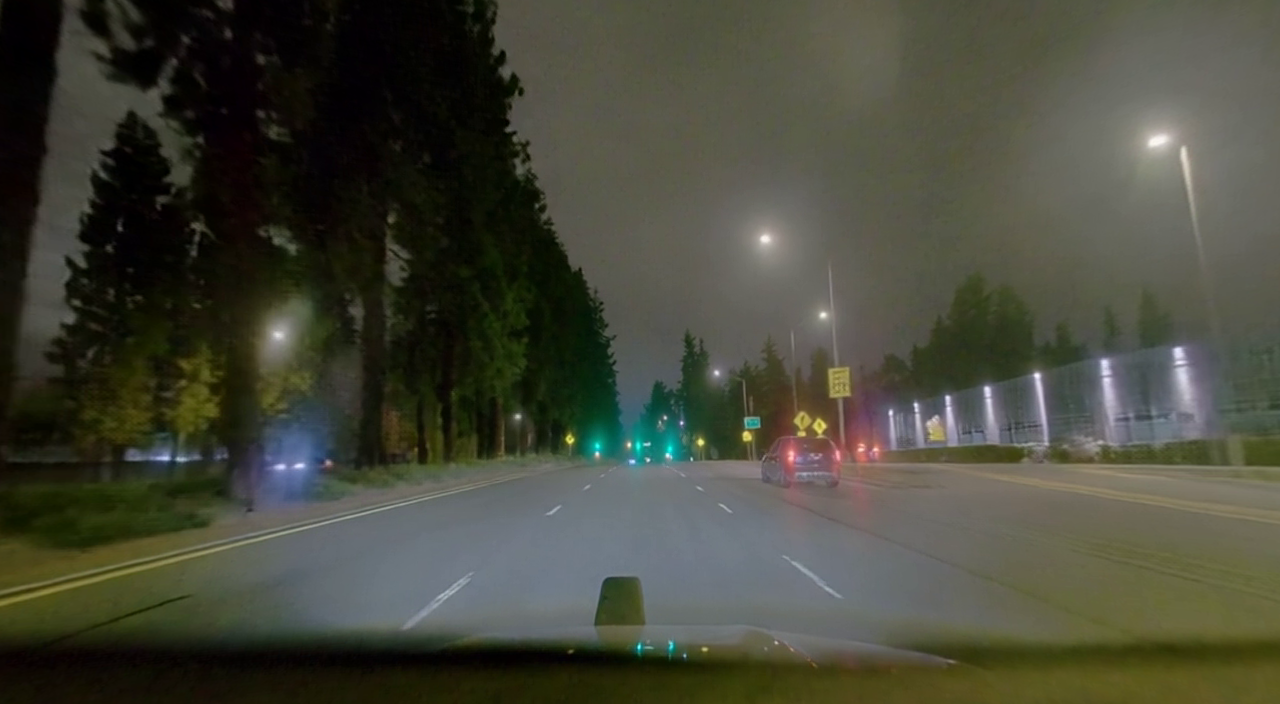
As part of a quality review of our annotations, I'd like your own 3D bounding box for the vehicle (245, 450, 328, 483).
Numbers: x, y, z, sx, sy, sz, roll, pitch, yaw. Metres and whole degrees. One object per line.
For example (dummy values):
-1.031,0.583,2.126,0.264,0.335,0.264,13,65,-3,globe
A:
-19.121,6.175,34.400,1.875,1.588,4.490,0,-8,1,vehicle
